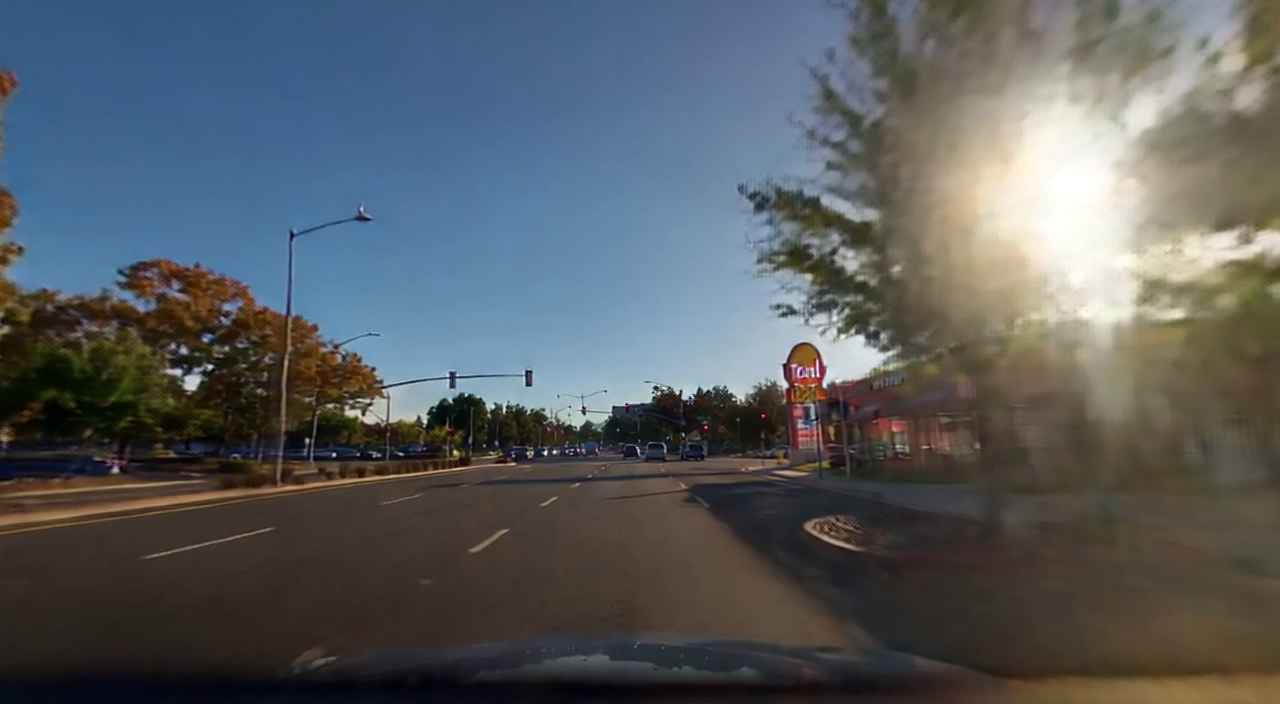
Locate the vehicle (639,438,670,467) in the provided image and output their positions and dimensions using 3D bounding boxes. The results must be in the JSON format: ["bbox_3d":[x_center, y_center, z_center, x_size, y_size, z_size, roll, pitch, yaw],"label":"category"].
[{"bbox_3d":[1.095,7.173,45.136,2.096,1.961,4.259,0,-9,2],"label":"vehicle"}]
